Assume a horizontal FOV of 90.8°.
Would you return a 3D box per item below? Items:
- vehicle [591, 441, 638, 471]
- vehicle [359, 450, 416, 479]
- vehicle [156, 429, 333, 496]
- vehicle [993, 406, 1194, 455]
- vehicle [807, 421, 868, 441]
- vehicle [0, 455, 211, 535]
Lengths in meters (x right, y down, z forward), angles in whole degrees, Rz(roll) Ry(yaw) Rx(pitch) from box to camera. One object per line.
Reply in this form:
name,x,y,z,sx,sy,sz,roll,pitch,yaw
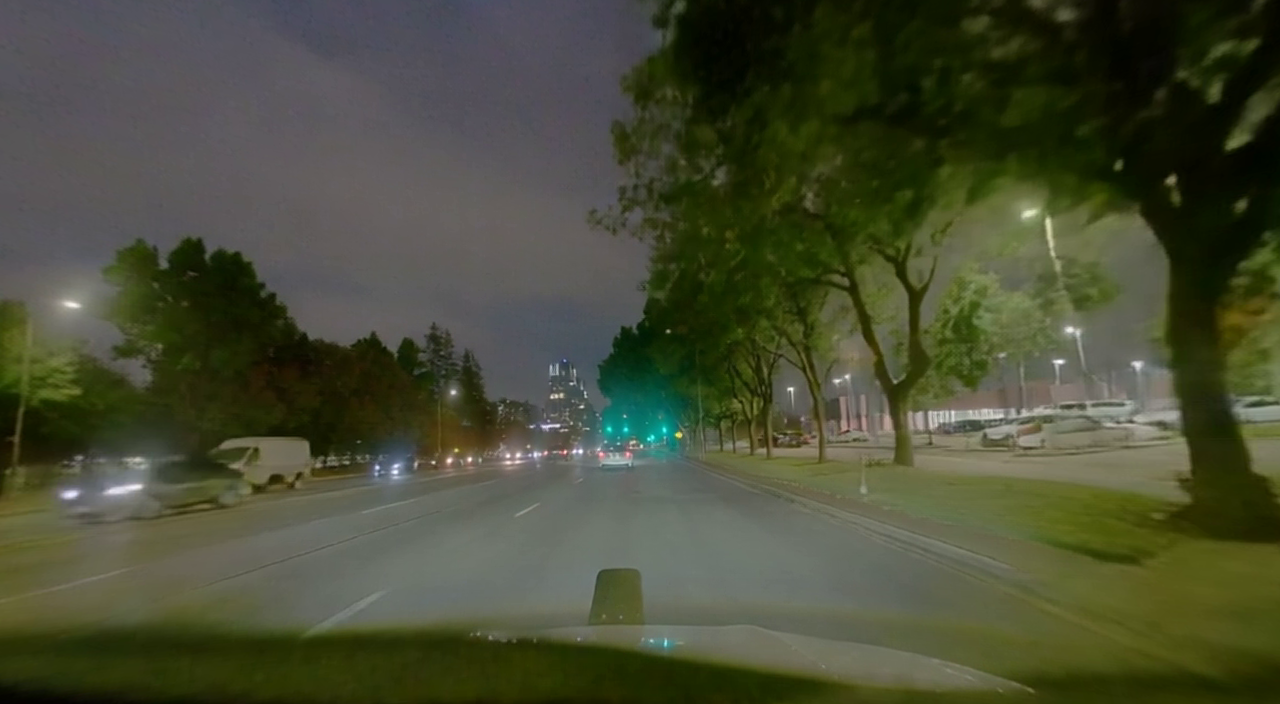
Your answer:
vehicle,-1.317,5.628,34.442,2.235,1.500,4.420,0,-8,2
vehicle,-16.741,7.423,42.090,2.016,1.598,4.545,-3,-8,-1
vehicle,-17.764,4.975,29.121,2.599,2.675,7.177,-1,-8,10
vehicle,13.995,2.483,19.715,4.739,1.424,1.936,0,-8,0
vehicle,15.478,6.210,49.629,3.956,1.504,2.170,2,-8,-9
vehicle,-12.755,3.250,14.990,2.013,1.498,4.474,0,-8,0
